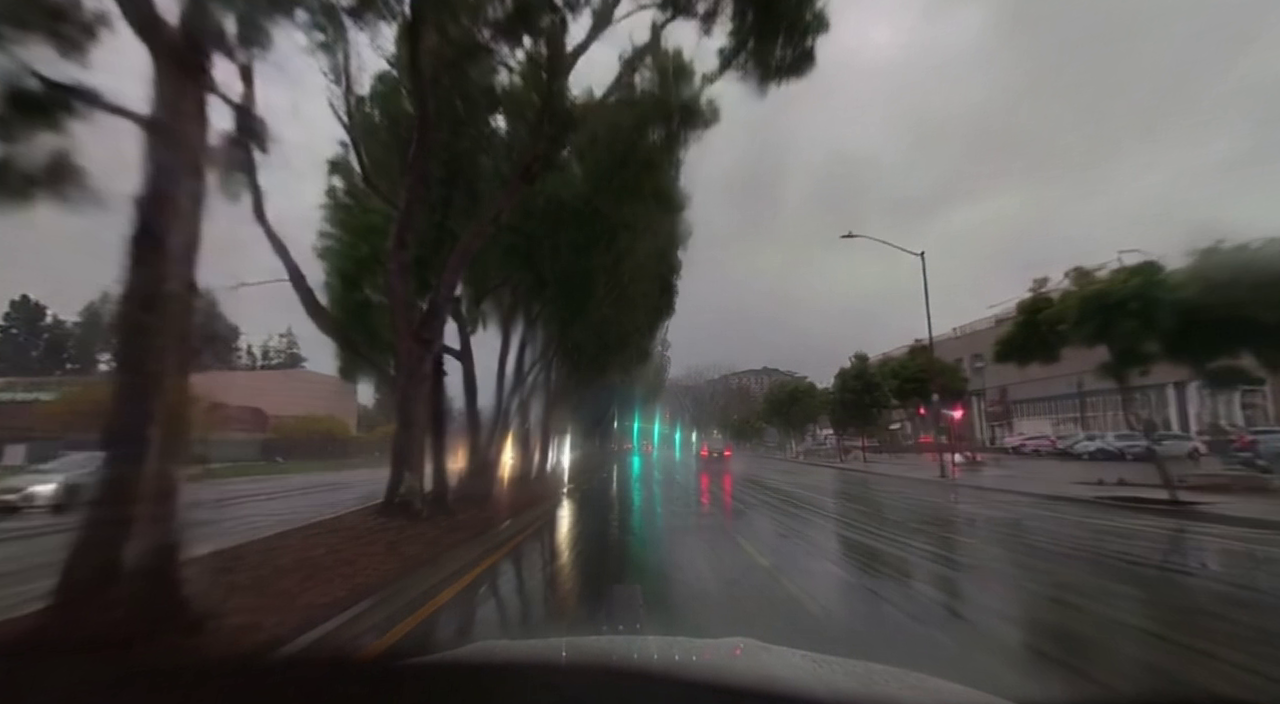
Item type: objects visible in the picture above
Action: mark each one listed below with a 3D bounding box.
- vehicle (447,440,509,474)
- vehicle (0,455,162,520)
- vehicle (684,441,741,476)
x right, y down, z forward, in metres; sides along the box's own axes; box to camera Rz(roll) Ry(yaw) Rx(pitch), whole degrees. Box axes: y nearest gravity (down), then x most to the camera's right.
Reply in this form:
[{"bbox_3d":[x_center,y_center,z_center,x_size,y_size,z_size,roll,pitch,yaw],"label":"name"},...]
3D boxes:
[{"bbox_3d":[-8.744,5.701,34.592,2.157,1.720,4.563,0,-9,1],"label":"vehicle"},{"bbox_3d":[-15.676,3.524,17.005,2.000,1.452,4.469,0,-9,2],"label":"vehicle"},{"bbox_3d":[3.255,4.885,29.151,1.983,1.482,4.463,0,-9,-1],"label":"vehicle"}]
